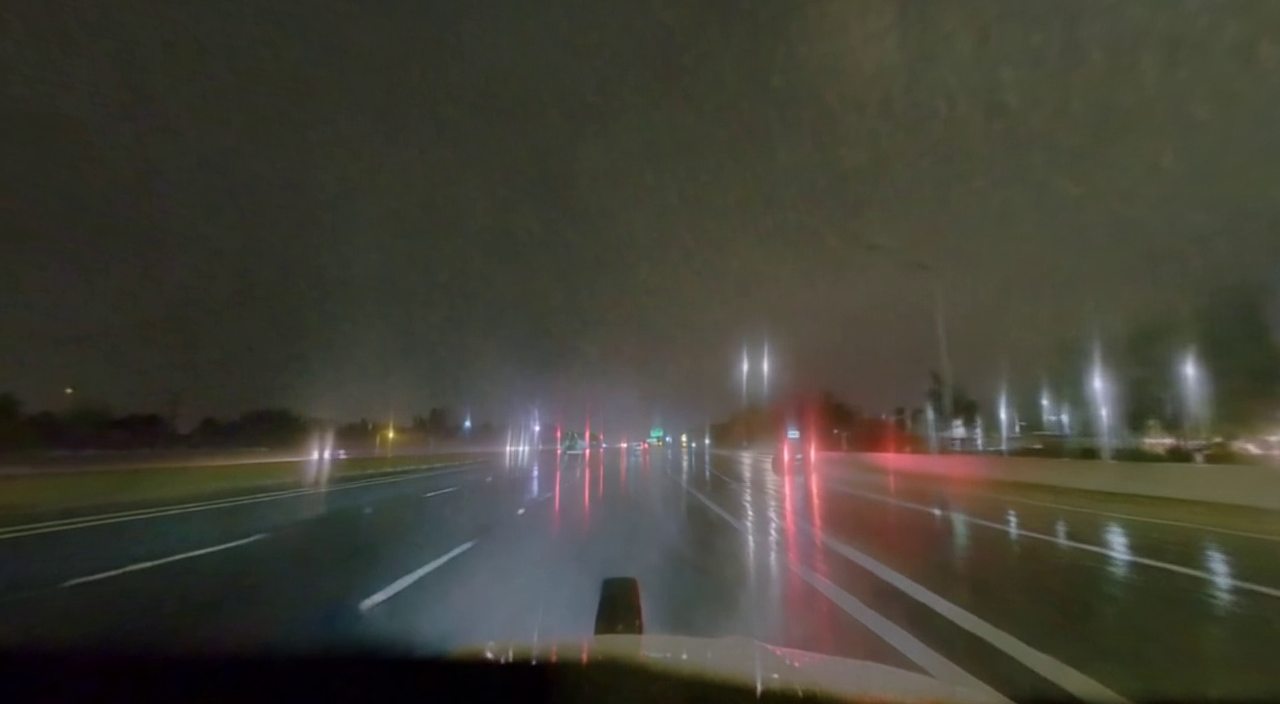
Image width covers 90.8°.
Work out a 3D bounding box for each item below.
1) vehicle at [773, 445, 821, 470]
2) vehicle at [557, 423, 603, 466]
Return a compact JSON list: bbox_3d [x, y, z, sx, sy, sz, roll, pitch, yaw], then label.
[{"bbox_3d":[10.008,6.762,40.586,2.035,1.491,4.246,0,-9,1],"label":"vehicle"},{"bbox_3d":[-4.378,6.953,47.442,2.881,2.937,7.045,0,-9,-1],"label":"vehicle"}]
